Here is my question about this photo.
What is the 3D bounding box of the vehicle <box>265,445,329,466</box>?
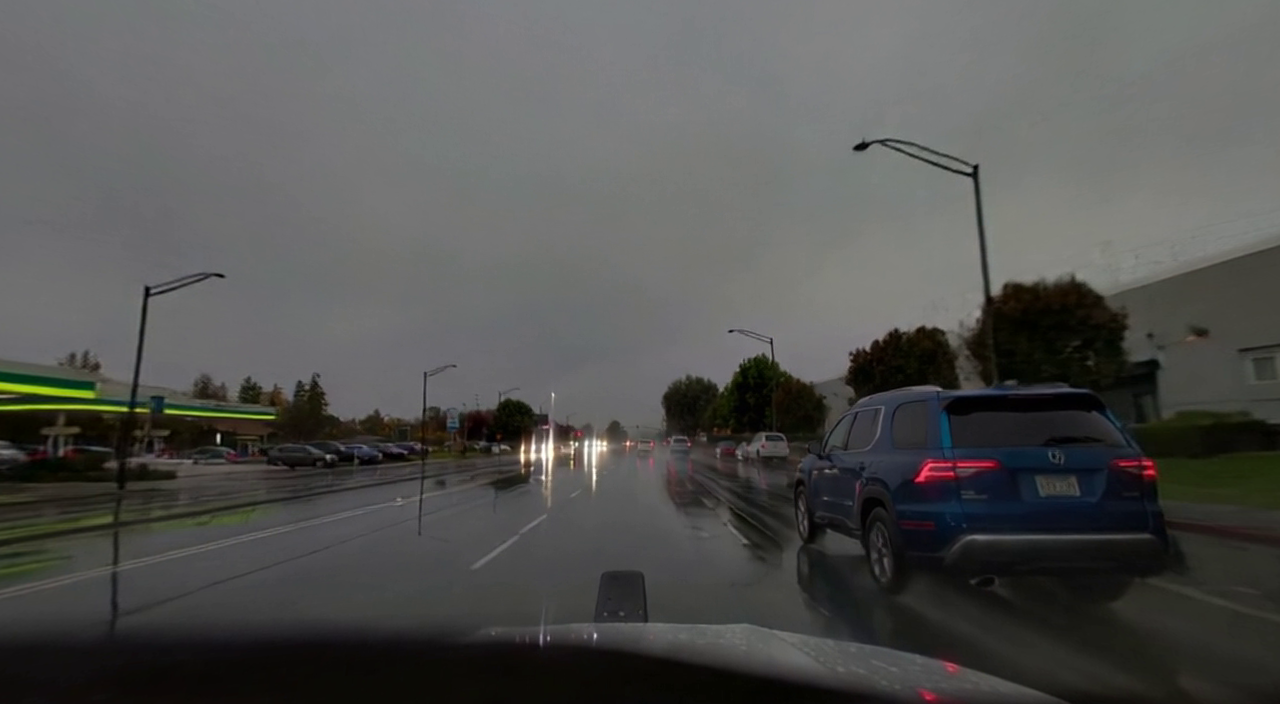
[{"bbox_3d":[-26.157,7.890,47.909,3.765,1.559,1.915,0,-8,2],"label":"vehicle"}]

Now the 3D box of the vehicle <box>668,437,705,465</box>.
[{"bbox_3d":[3.202,6.948,44.233,2.317,1.857,5.150,0,-8,1],"label":"vehicle"}]

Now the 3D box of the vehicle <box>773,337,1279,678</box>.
[{"bbox_3d":[2.932,1.228,6.072,2.246,1.963,4.777,0,-8,0],"label":"vehicle"}]

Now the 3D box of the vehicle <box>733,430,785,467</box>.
[{"bbox_3d":[7.474,6.156,40.071,2.220,2.147,6.392,0,-8,1],"label":"vehicle"}]
